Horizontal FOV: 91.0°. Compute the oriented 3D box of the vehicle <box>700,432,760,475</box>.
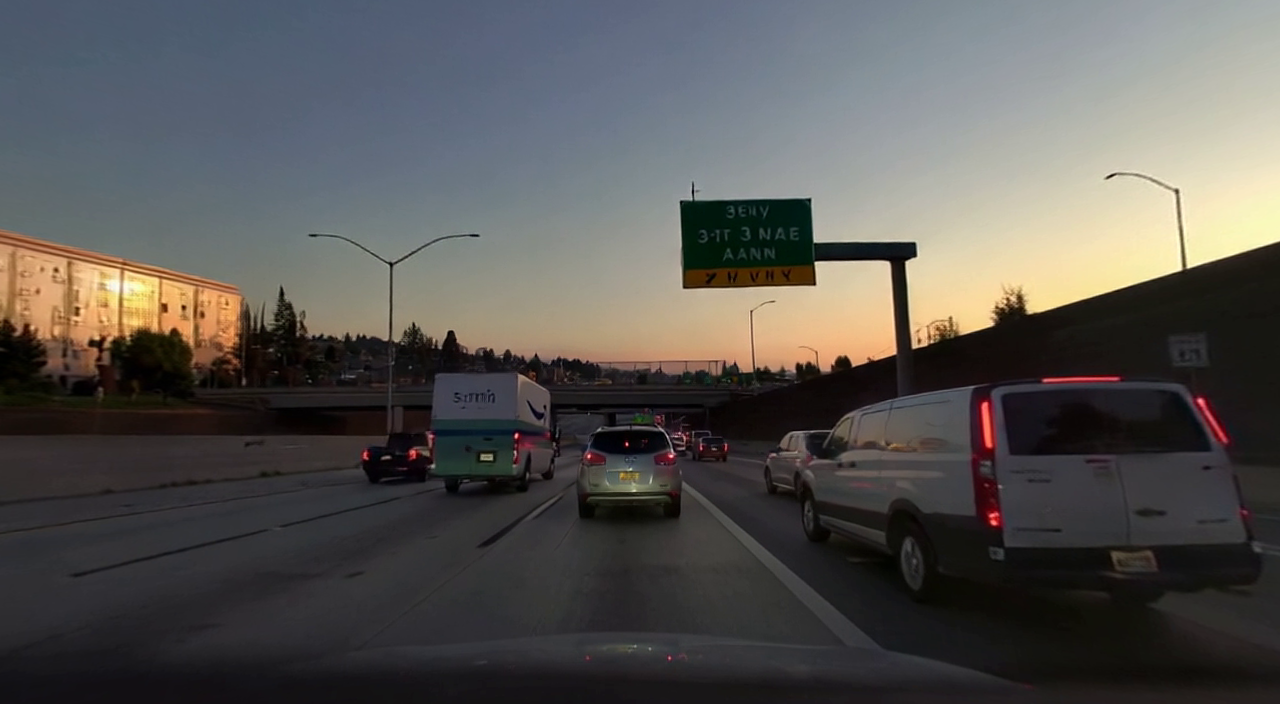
[{"bbox_3d":[3.926,4.512,28.196,2.064,1.720,4.416,0,-8,0],"label":"vehicle"}]

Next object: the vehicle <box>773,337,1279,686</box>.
[{"bbox_3d":[3.057,1.238,6.061,2.341,1.890,5.144,1,-9,-1],"label":"vehicle"}]

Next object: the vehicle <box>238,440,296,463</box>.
[{"bbox_3d":[-26.259,6.988,44.492,1.684,1.517,3.805,0,-9,0],"label":"vehicle"}]

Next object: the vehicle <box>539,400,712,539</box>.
[{"bbox_3d":[-0.182,1.887,10.629,2.287,1.823,4.369,0,-8,0],"label":"vehicle"}]

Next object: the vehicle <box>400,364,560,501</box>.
[{"bbox_3d":[-3.722,2.152,16.403,2.415,2.821,6.636,0,-9,0],"label":"vehicle"}]
